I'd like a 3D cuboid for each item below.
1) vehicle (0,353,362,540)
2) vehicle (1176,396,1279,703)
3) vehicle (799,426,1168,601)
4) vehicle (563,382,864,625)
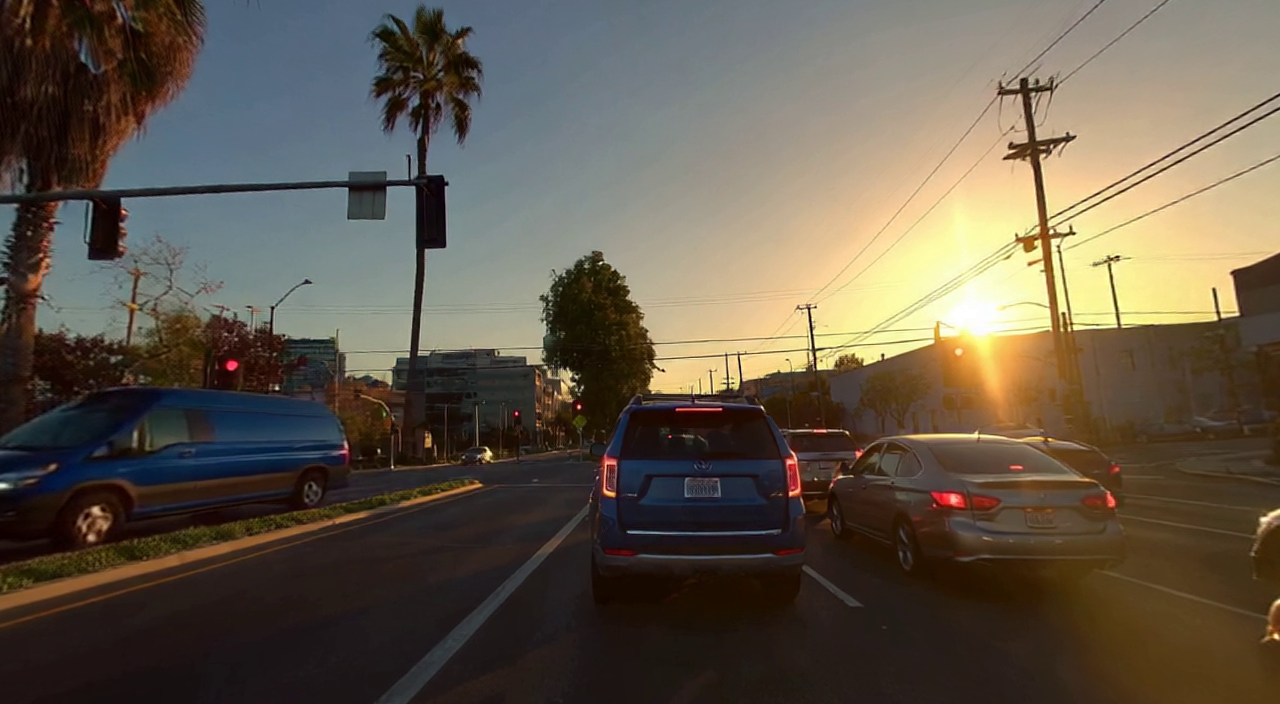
[{"bbox_3d":[-13.413,2.832,19.095,2.973,3.889,11.535,-2,-9,10],"label":"vehicle"},{"bbox_3d":[3.366,0.648,0.660,1.805,1.485,4.348,0,-9,1],"label":"vehicle"},{"bbox_3d":[3.448,1.686,7.504,1.895,1.456,4.255,0,-9,-2],"label":"vehicle"},{"bbox_3d":[0.470,1.438,6.883,2.228,1.780,4.269,0,-9,-2],"label":"vehicle"}]
